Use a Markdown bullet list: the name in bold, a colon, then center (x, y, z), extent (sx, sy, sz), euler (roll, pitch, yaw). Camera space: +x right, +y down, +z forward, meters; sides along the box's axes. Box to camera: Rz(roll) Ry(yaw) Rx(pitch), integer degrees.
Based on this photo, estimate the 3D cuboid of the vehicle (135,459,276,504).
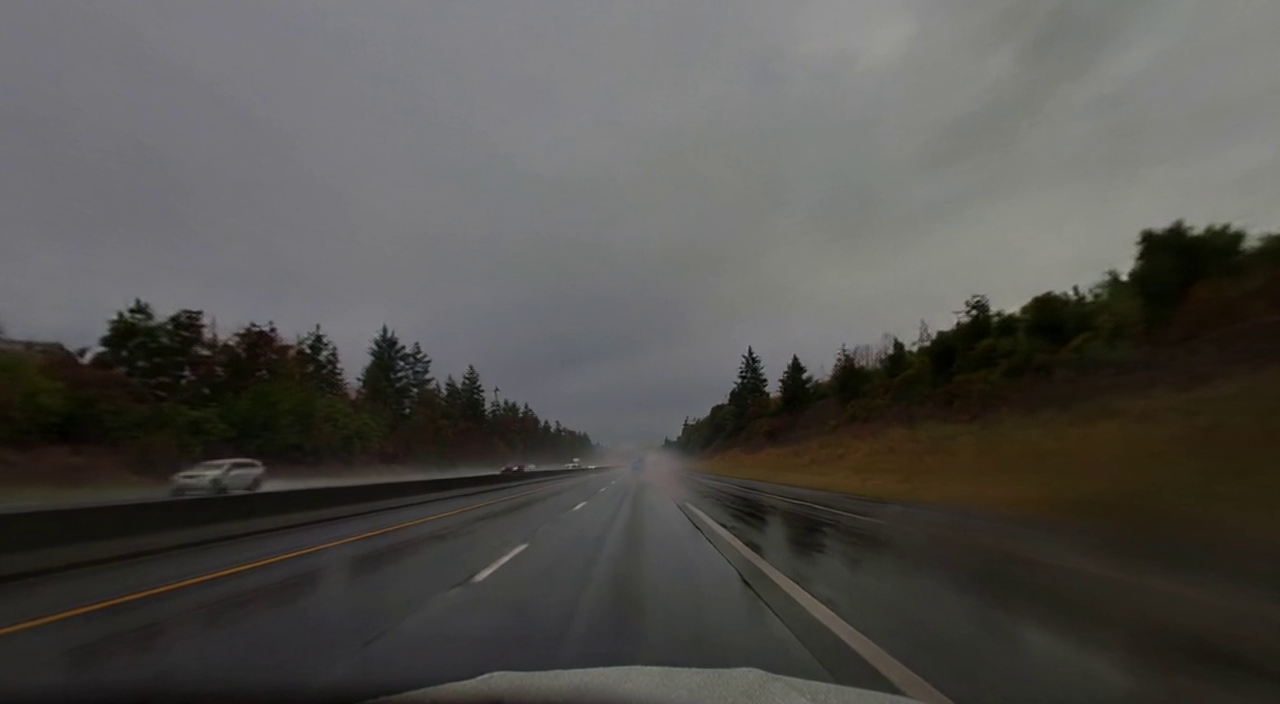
- **vehicle**: center (-16.085, 4.808, 23.681), extent (2.019, 1.473, 4.559), euler (1, -11, 0)
